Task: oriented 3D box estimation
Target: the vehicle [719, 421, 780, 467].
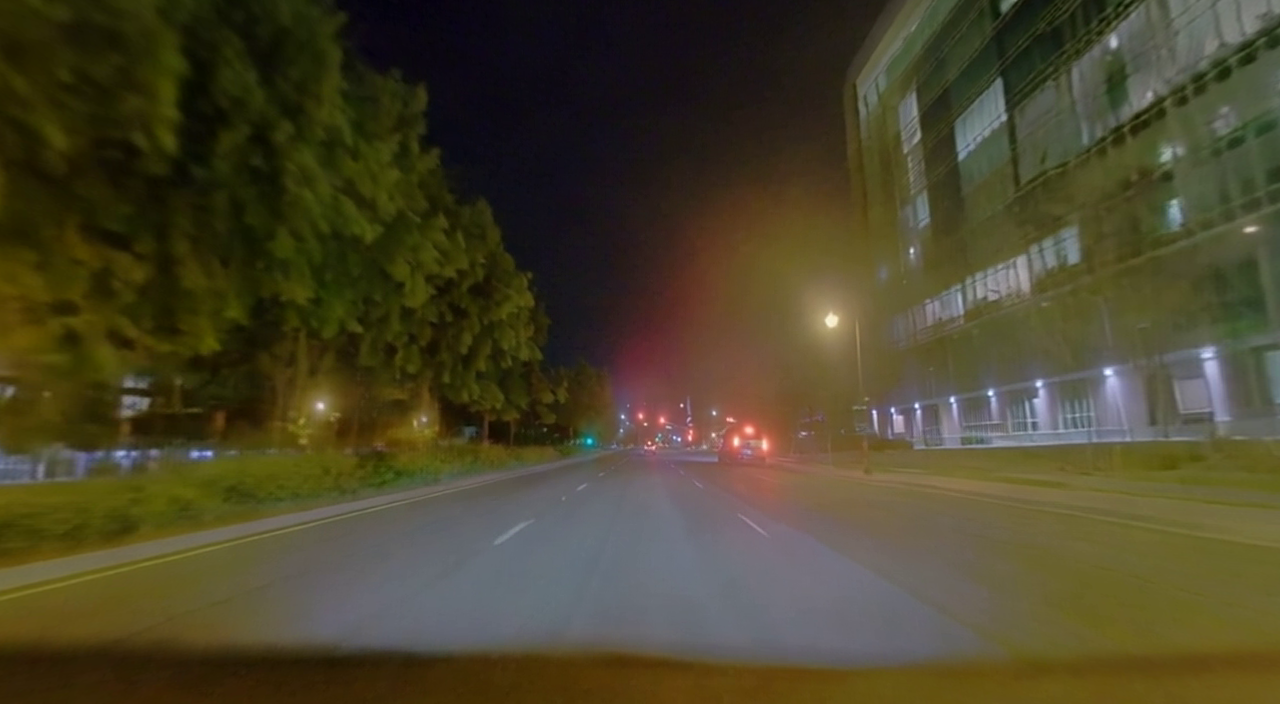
[{"bbox_3d":[6.644,5.717,39.068,2.762,2.607,6.182,0,-8,1],"label":"vehicle"}]
